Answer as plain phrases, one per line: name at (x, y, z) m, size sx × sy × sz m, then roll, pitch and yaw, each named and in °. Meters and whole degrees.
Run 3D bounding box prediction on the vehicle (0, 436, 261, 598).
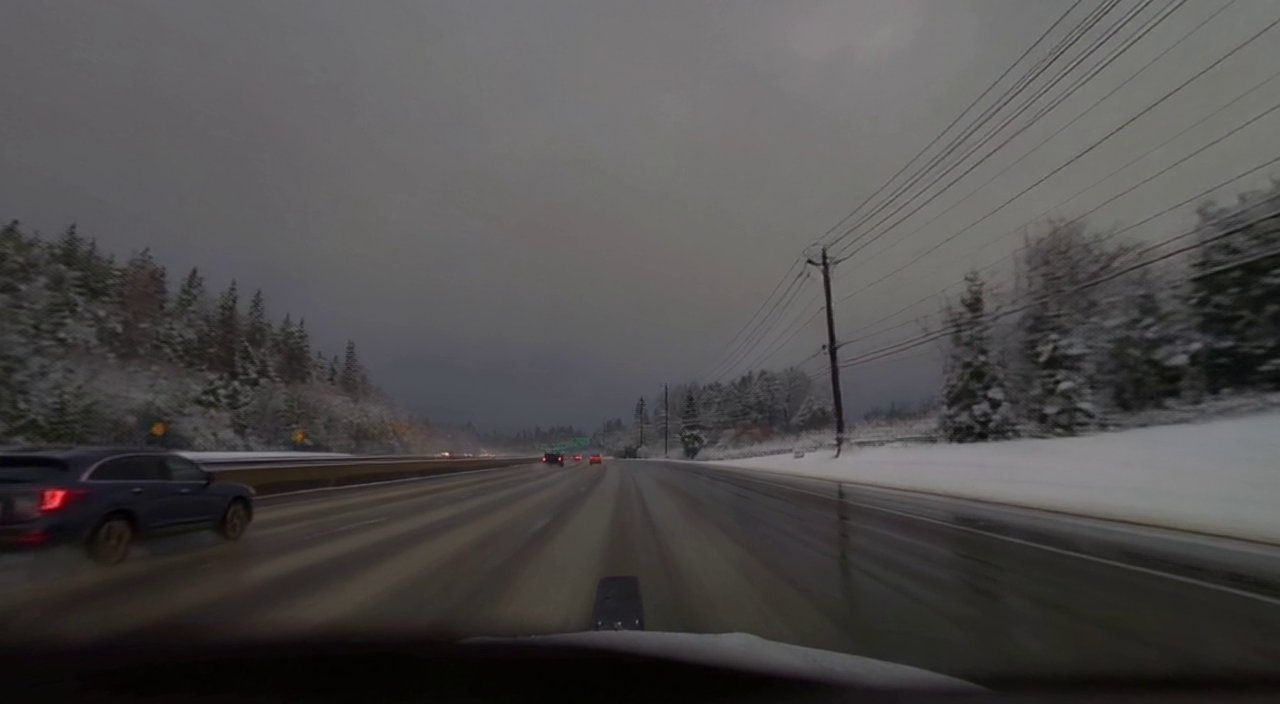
vehicle at (-7.081, 1.861, 7.877) m, size 1.999 × 1.527 × 4.238 m, roll 0°, pitch -9°, yaw 0°
